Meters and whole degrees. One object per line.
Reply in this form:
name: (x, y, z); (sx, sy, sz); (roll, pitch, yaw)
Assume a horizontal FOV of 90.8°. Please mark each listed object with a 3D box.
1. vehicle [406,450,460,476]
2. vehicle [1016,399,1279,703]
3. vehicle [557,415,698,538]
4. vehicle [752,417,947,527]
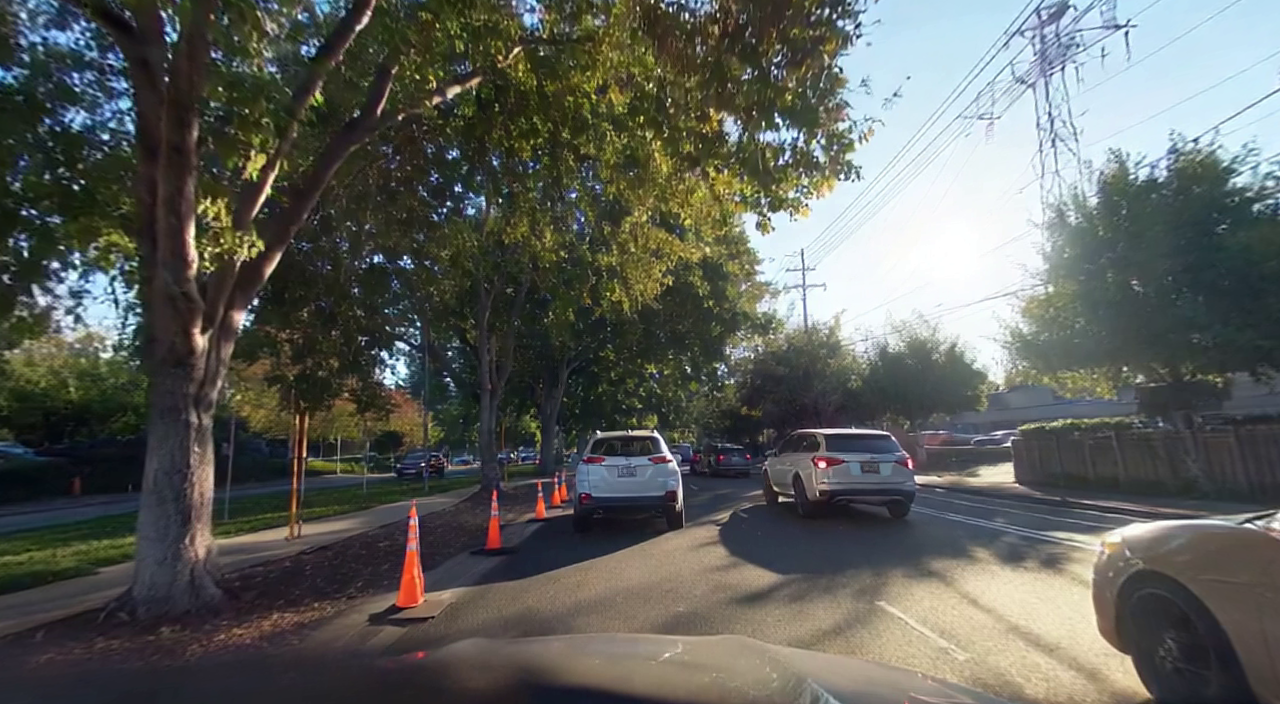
vehicle: (-12.434, 6.665, 38.190); (1.836, 1.451, 4.456); (-1, -8, -1)
vehicle: (3.443, 0.807, 1.746); (1.977, 1.460, 4.565); (-1, -8, 0)
vehicle: (-0.233, 2.098, 11.216); (2.050, 1.745, 3.915); (0, -8, -1)
vehicle: (3.796, 2.276, 12.543); (2.116, 1.726, 4.672); (0, -8, -2)
